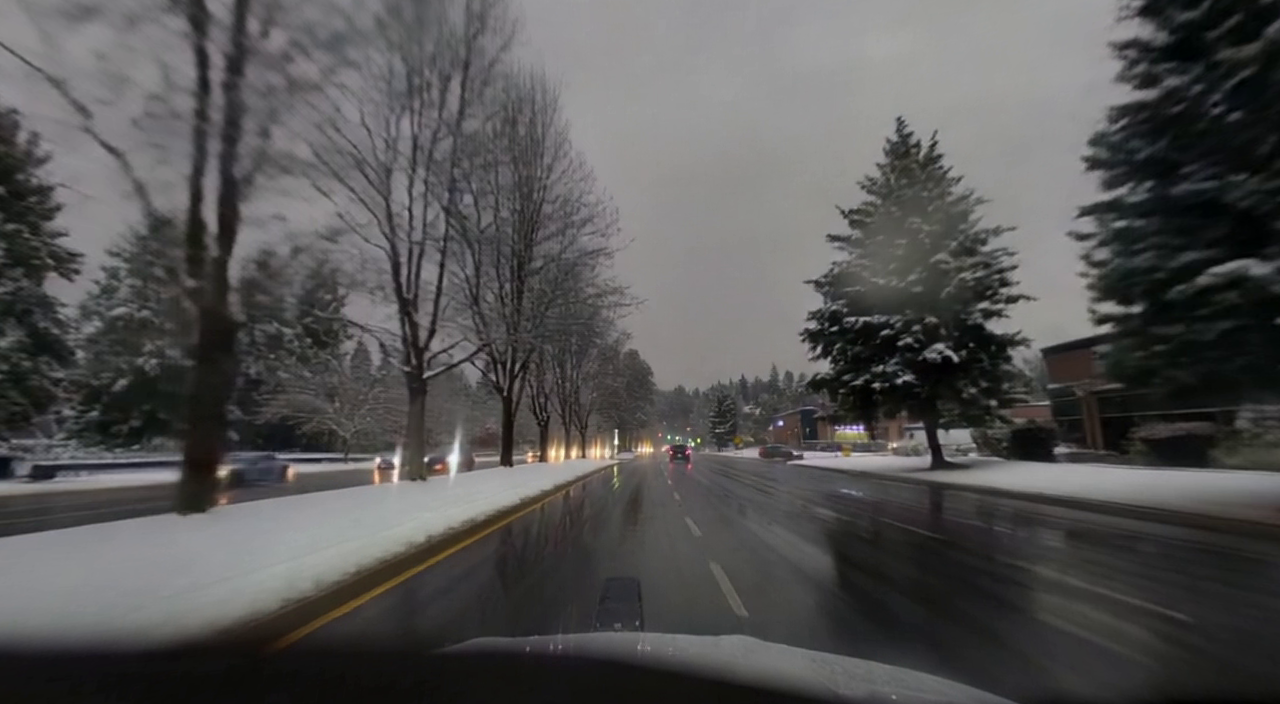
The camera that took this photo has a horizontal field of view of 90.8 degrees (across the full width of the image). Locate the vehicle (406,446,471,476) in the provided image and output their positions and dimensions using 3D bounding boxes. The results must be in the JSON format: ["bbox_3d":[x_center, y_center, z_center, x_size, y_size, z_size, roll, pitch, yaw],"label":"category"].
[{"bbox_3d":[-10.420,5.653,33.054,1.930,1.449,4.361,-1,-9,1],"label":"vehicle"}]

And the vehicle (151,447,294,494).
[{"bbox_3d":[-14.310,4.047,22.068,1.850,1.453,4.648,0,-9,0],"label":"vehicle"}]
